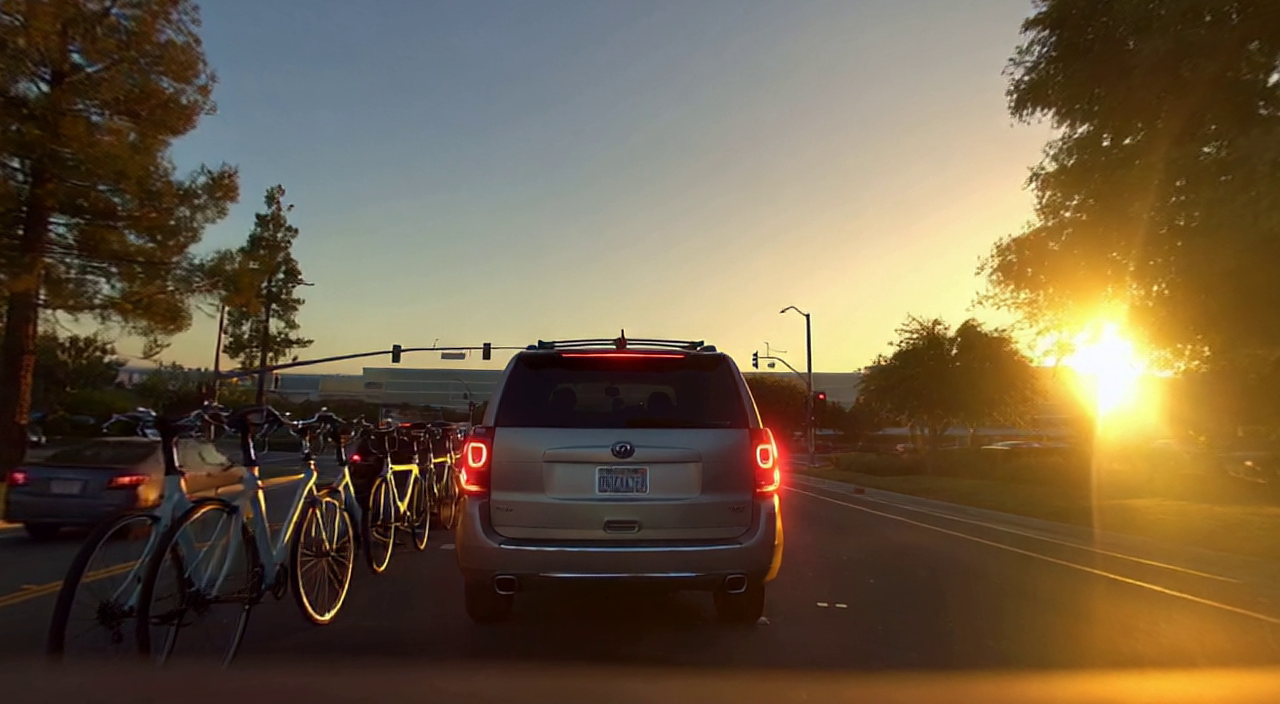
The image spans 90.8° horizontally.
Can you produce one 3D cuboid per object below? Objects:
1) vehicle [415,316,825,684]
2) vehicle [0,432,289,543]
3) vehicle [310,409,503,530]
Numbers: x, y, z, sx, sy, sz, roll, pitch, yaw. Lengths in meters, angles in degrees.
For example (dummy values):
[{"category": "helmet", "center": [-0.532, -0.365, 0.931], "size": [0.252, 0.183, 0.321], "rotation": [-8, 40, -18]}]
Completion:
[{"category": "vehicle", "center": [-0.254, 1.160, 6.006], "size": [2.333, 2.087, 4.586], "rotation": [1, -8, -4]}, {"category": "vehicle", "center": [-8.286, 2.180, 10.945], "size": [2.026, 1.479, 4.712], "rotation": [1, -8, -5]}, {"category": "vehicle", "center": [-4.223, 2.226, 12.609], "size": [2.337, 1.858, 5.409], "rotation": [1, -9, -7]}]
